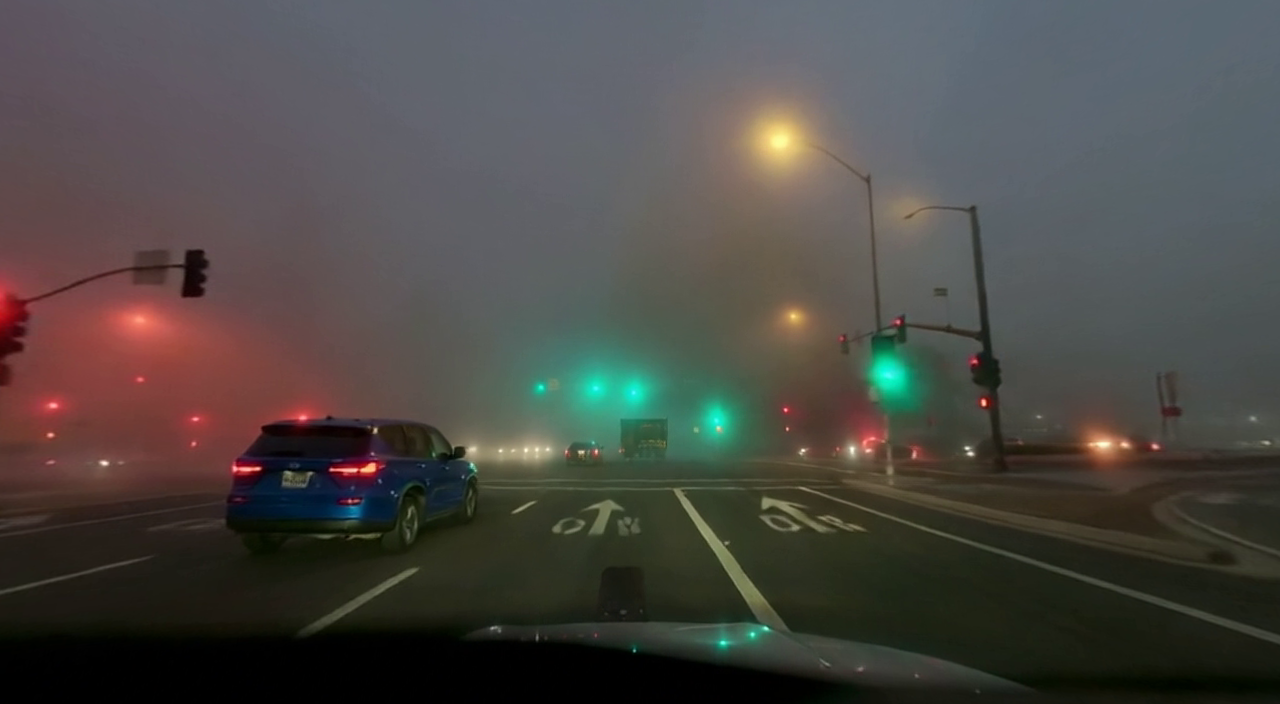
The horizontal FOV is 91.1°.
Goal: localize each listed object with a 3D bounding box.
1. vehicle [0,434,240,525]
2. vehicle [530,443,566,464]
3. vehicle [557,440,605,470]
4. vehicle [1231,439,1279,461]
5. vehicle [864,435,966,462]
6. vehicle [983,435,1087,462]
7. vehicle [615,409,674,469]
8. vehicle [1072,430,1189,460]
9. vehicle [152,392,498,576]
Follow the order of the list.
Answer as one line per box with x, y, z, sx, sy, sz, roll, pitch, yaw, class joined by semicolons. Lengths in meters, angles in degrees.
-10.770;2.481;12.925;1.969;1.502;4.713;0;-8;0;vehicle
-6.660;7.388;45.974;1.933;1.477;4.119;0;-8;1;vehicle
-3.088;5.468;33.612;2.023;1.483;4.143;0;-8;2;vehicle
44.092;6.741;43.238;4.747;1.485;1.942;0;-8;0;vehicle
16.036;5.663;36.793;4.983;1.511;2.077;0;-8;0;vehicle
23.099;5.660;36.853;4.716;1.494;2.001;0;-8;1;vehicle
0.304;4.910;35.458;2.993;3.051;6.692;0;-8;1;vehicle
31.015;5.877;39.797;5.530;1.827;2.161;0;-8;0;vehicle
-3.728;1.672;8.814;2.178;1.826;4.933;0;-8;1;vehicle
